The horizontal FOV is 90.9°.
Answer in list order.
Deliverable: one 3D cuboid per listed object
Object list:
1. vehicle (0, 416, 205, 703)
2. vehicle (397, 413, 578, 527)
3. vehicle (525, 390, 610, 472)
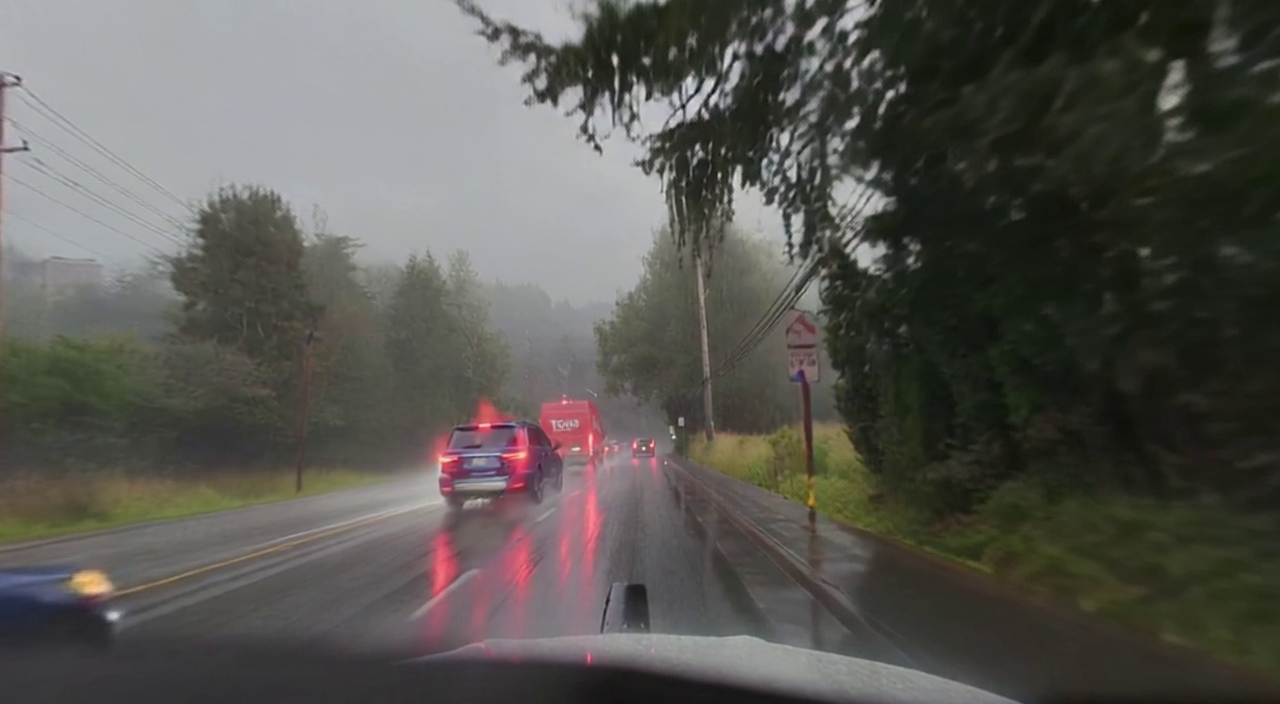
[{"bbox_3d":[-3.336,0.780,0.954,1.966,1.466,4.699,0,-8,1],"label":"vehicle"},{"bbox_3d":[-2.743,2.316,13.001,2.187,1.821,5.501,-1,-8,2],"label":"vehicle"},{"bbox_3d":[-3.051,3.769,29.260,2.818,3.181,9.114,0,-8,0],"label":"vehicle"}]
